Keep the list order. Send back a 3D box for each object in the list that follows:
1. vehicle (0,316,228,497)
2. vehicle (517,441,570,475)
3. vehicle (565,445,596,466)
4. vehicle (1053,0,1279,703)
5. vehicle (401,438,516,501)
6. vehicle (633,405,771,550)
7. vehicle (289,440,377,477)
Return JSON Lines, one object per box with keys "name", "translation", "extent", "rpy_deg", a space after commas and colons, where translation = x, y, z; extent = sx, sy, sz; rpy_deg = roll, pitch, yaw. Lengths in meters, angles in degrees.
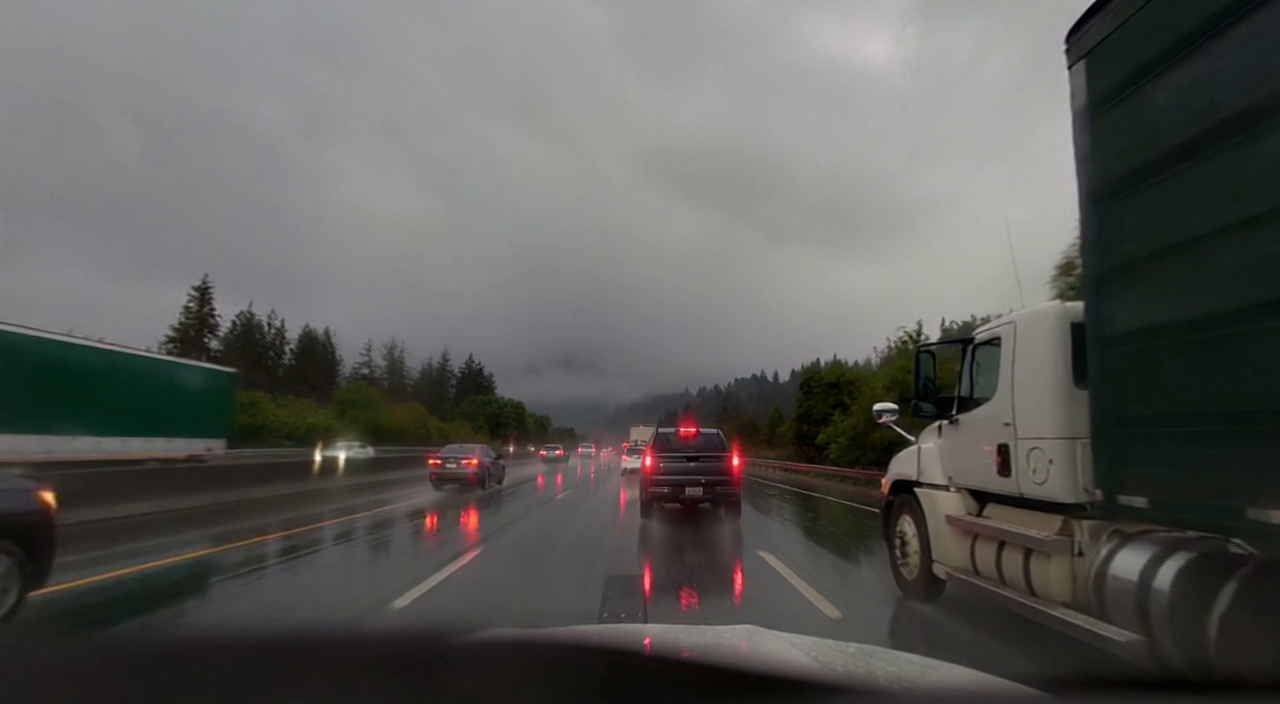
{"name": "vehicle", "translation": [-15.959, 1.317, 14.807], "extent": [2.881, 4.067, 14.355], "rpy_deg": [0, -9, 0]}
{"name": "vehicle", "translation": [-4.663, 5.213, 31.143], "extent": [1.855, 1.527, 4.209], "rpy_deg": [0, -9, 1]}
{"name": "vehicle", "translation": [-4.367, 7.643, 46.671], "extent": [1.857, 1.423, 3.920], "rpy_deg": [0, -9, 2]}
{"name": "vehicle", "translation": [3.772, -0.080, 1.844], "extent": [2.141, 3.473, 4.217], "rpy_deg": [-1, -9, 2]}
{"name": "vehicle", "translation": [-4.728, 3.108, 17.028], "extent": [1.867, 1.489, 3.829], "rpy_deg": [0, -9, 1]}
{"name": "vehicle", "translation": [0.809, 1.981, 10.480], "extent": [1.825, 1.920, 3.960], "rpy_deg": [0, -9, 0]}
{"name": "vehicle", "translation": [-12.823, 4.460, 26.586], "extent": [1.855, 1.445, 3.655], "rpy_deg": [0, -9, 1]}
